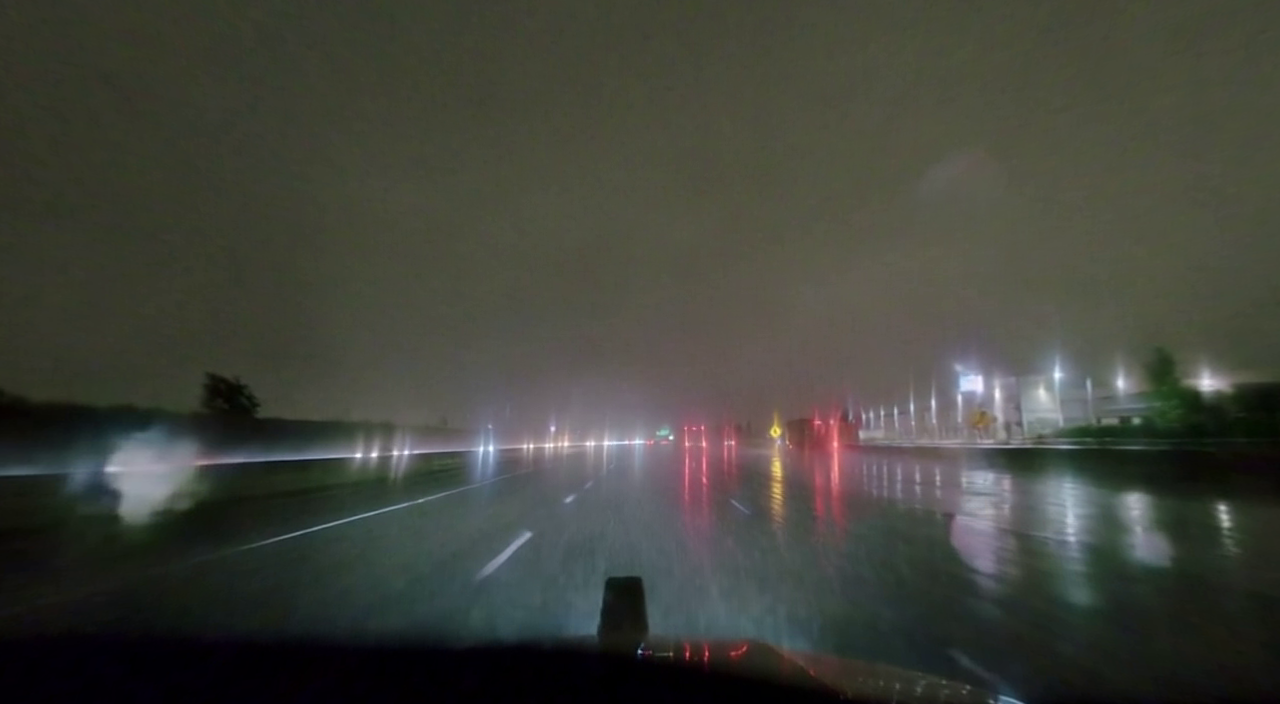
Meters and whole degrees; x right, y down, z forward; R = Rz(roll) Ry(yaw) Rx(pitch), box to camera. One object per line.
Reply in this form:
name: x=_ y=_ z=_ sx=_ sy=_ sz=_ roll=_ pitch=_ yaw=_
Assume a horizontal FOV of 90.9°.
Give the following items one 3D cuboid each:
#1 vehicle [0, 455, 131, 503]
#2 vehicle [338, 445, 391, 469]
vehicle: x=-22.178 y=4.710 z=23.826 sx=1.909 sy=1.536 sz=4.882 roll=0 pitch=-8 yaw=-1
vehicle: x=-20.722 y=7.917 z=47.594 sx=1.929 sy=1.688 sz=4.519 roll=0 pitch=-8 yaw=0
